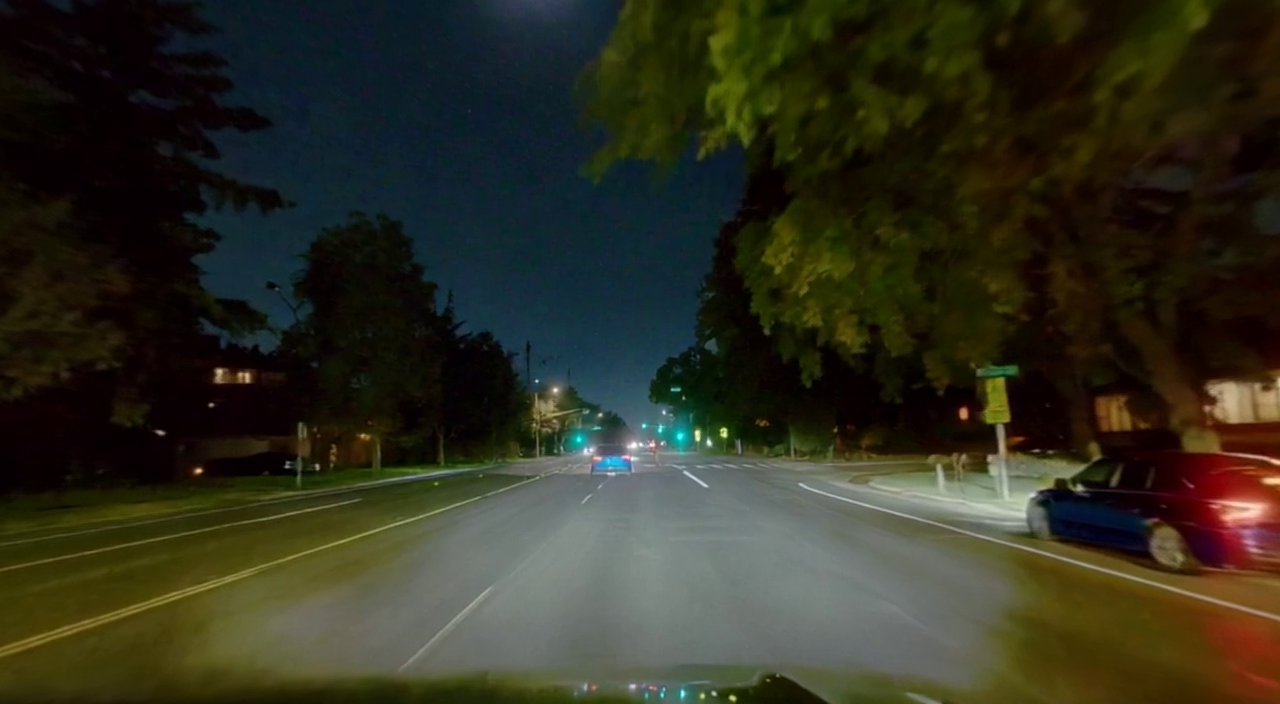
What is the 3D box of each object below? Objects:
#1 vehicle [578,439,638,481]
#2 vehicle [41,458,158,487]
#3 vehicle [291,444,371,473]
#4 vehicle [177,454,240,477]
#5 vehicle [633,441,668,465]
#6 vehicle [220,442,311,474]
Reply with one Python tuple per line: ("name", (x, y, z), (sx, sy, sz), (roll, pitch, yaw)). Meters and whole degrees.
("vehicle", (-1.258, 4.239, 25.138), (2.158, 1.469, 4.909), (0, -8, -3))
("vehicle", (-30.589, 6.824, 35.892), (1.874, 1.393, 4.724), (-2, -9, 14))
("vehicle", (-22.375, 7.729, 45.995), (2.173, 1.849, 5.752), (-5, -9, 11))
("vehicle", (-33.107, 8.683, 48.450), (1.774, 1.484, 3.684), (-5, -8, 14))
("vehicle", (0.667, 6.709, 42.168), (2.226, 1.505, 4.128), (0, -8, 0))
("vehicle", (-27.790, 7.867, 47.099), (2.161, 2.233, 5.937), (-3, -9, 14))
